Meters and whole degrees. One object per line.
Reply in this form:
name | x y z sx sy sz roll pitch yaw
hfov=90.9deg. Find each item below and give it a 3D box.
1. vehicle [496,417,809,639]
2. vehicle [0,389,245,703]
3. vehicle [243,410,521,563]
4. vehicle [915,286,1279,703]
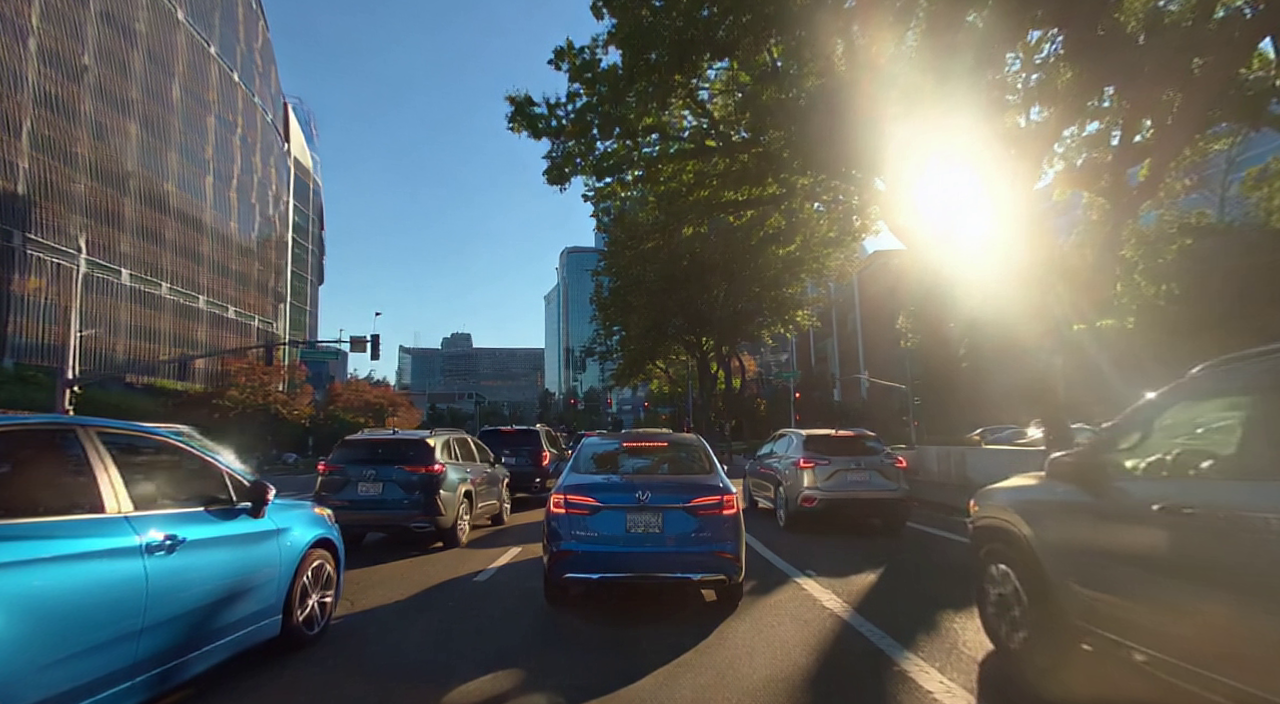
vehicle | 0.082 1.511 6.387 2.147 1.507 3.953 0 -8 0
vehicle | -3.392 0.747 1.241 2.144 1.505 4.635 -1 -9 1
vehicle | -3.374 1.872 9.501 2.168 1.719 4.561 -1 -9 1
vehicle | 3.055 0.737 2.281 2.108 1.785 4.334 0 -9 0
